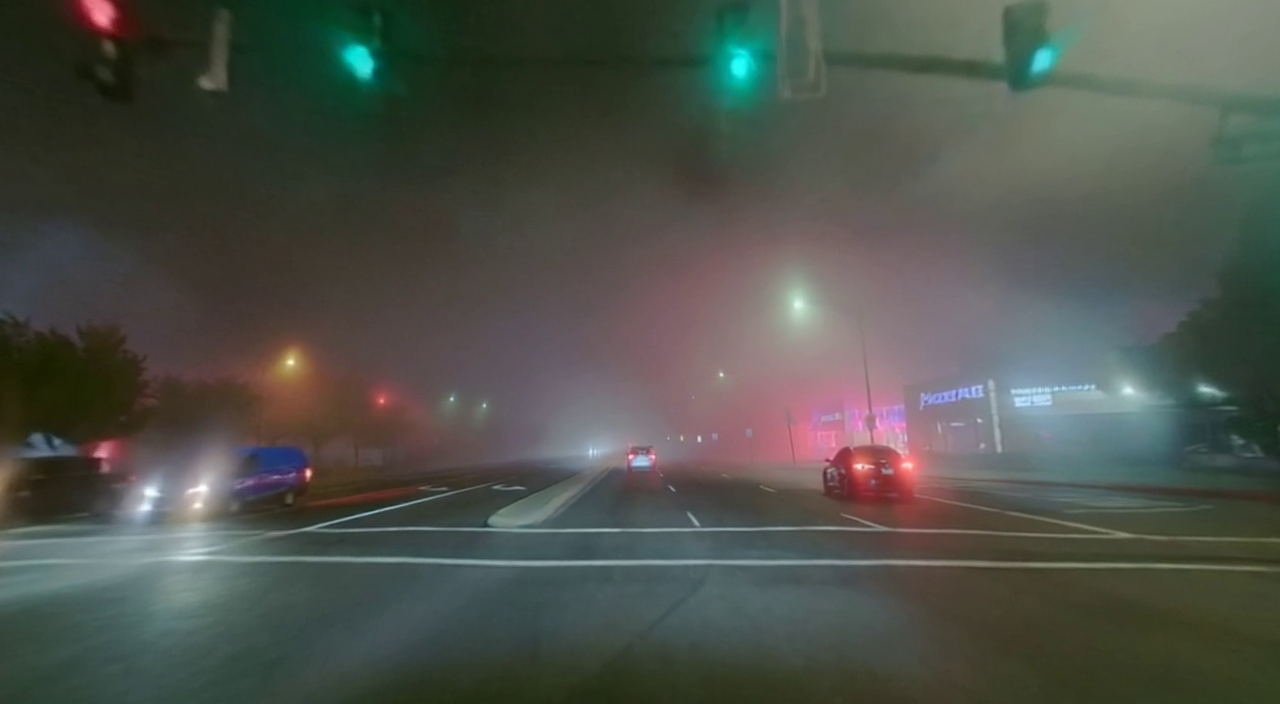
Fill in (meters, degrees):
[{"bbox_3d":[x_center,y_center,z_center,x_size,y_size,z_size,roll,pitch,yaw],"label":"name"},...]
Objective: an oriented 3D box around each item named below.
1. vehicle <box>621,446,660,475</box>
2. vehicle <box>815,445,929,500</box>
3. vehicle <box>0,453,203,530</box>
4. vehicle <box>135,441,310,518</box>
[{"bbox_3d":[-0.041,5.927,34.829,2.027,1.494,3.942,0,-8,-1],"label":"vehicle"},{"bbox_3d":[6.788,3.529,18.994,1.849,1.464,4.119,0,-8,0],"label":"vehicle"},{"bbox_3d":[-14.560,3.631,17.117,2.003,1.696,4.860,0,-8,-1],"label":"vehicle"},{"bbox_3d":[-10.913,3.315,16.962,1.911,1.779,4.067,0,-8,-1],"label":"vehicle"}]
